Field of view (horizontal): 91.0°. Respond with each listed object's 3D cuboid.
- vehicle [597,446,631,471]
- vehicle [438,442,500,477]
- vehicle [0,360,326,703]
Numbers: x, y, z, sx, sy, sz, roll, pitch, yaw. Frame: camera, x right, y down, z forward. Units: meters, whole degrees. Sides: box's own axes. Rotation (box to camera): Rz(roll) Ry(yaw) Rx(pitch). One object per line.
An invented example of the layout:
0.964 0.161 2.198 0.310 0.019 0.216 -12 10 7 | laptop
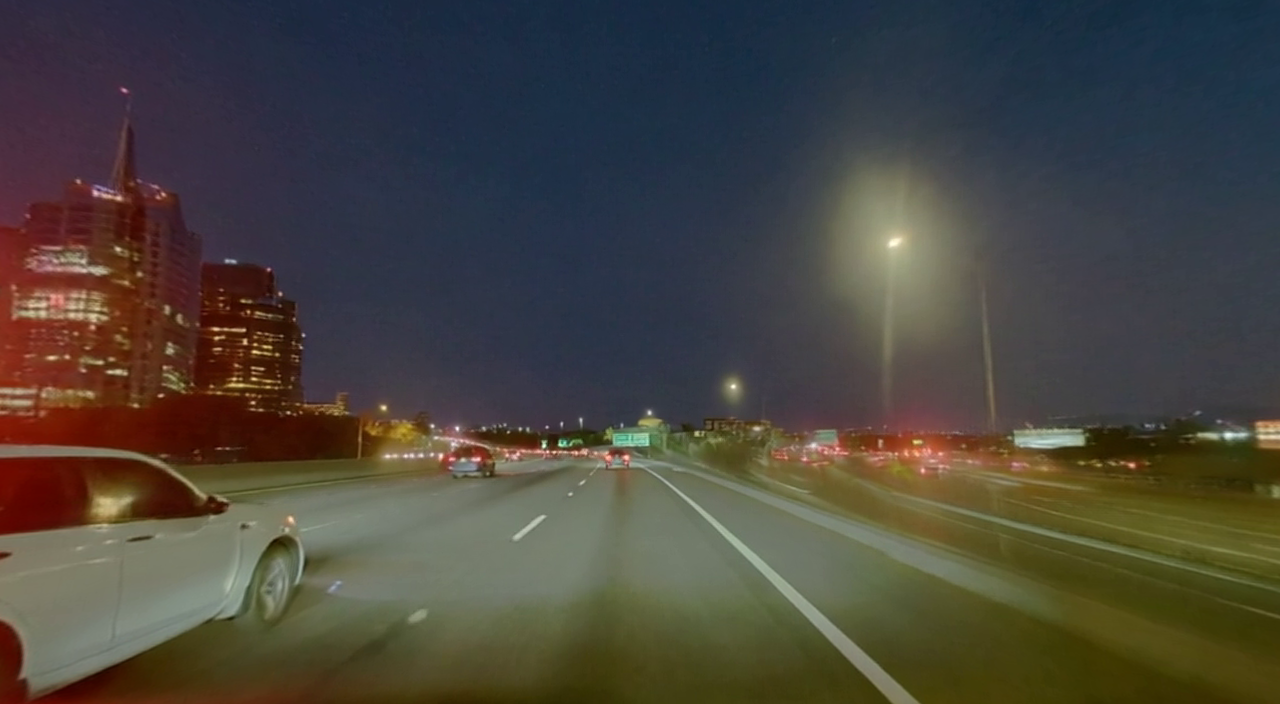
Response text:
-1.745 7.120 42.337 2.110 1.501 4.319 0 -8 -2 | vehicle
-8.736 5.518 32.594 2.065 1.689 4.399 0 -8 -1 | vehicle
-3.656 0.948 2.861 2.036 1.717 4.592 -1 -8 1 | vehicle
